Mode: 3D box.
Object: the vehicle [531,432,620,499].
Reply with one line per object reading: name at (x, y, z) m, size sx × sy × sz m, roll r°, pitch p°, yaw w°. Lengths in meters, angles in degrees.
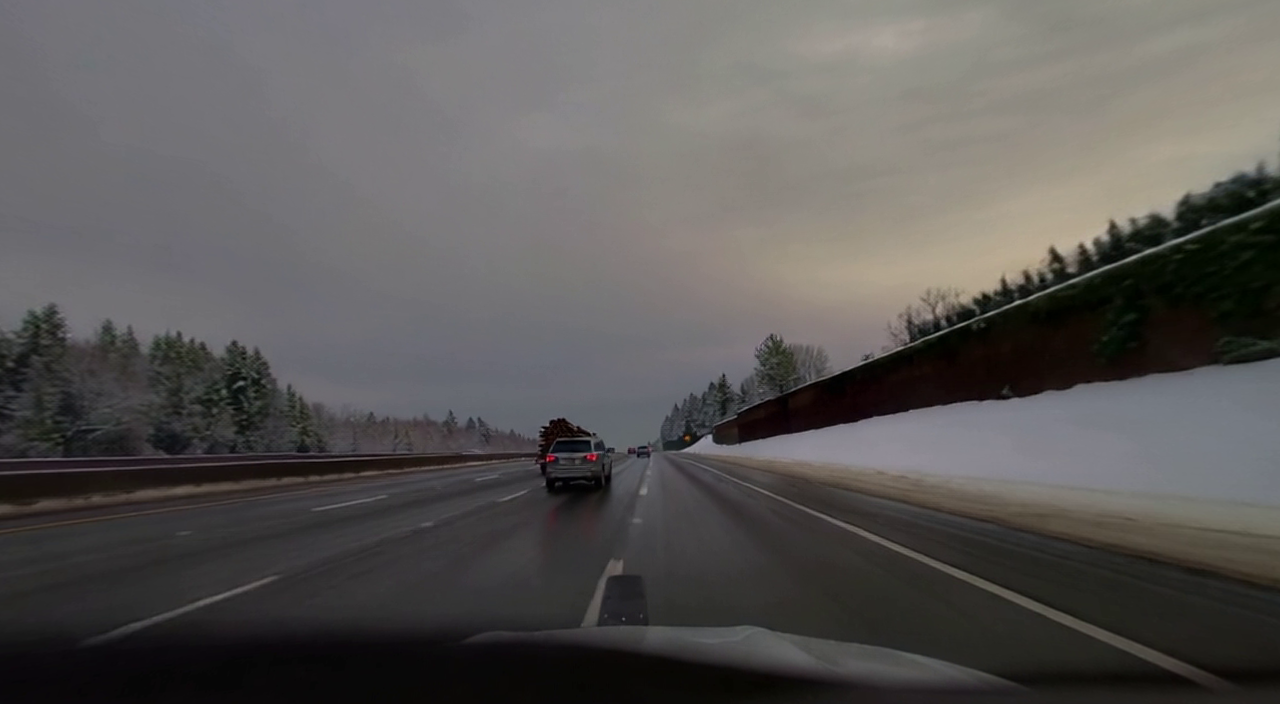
vehicle at (-1.812, 3.392, 19.273) m, size 2.114 × 1.787 × 4.365 m, roll -1°, pitch -8°, yaw 2°
